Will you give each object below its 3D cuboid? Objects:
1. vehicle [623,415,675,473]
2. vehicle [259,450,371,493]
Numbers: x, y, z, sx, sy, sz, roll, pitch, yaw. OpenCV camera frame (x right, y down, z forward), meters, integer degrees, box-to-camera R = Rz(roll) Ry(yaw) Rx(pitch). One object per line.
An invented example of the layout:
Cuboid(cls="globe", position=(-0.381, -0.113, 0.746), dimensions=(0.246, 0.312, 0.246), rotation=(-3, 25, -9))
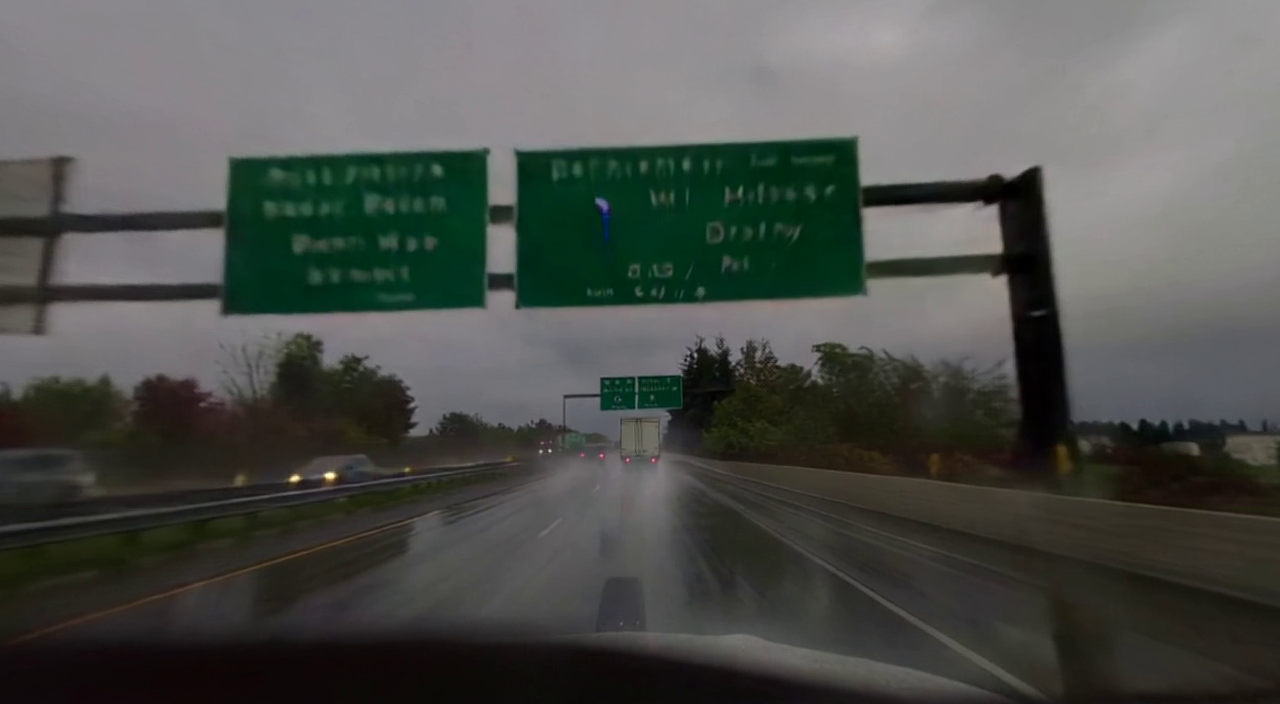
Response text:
Cuboid(cls="vehicle", position=(0.340, 7.360, 49.982), dimensions=(3.341, 3.725, 18.015), rotation=(0, -9, -1))
Cuboid(cls="vehicle", position=(-12.340, 4.536, 24.324), dimensions=(1.979, 1.498, 4.431), rotation=(0, -9, -1))
